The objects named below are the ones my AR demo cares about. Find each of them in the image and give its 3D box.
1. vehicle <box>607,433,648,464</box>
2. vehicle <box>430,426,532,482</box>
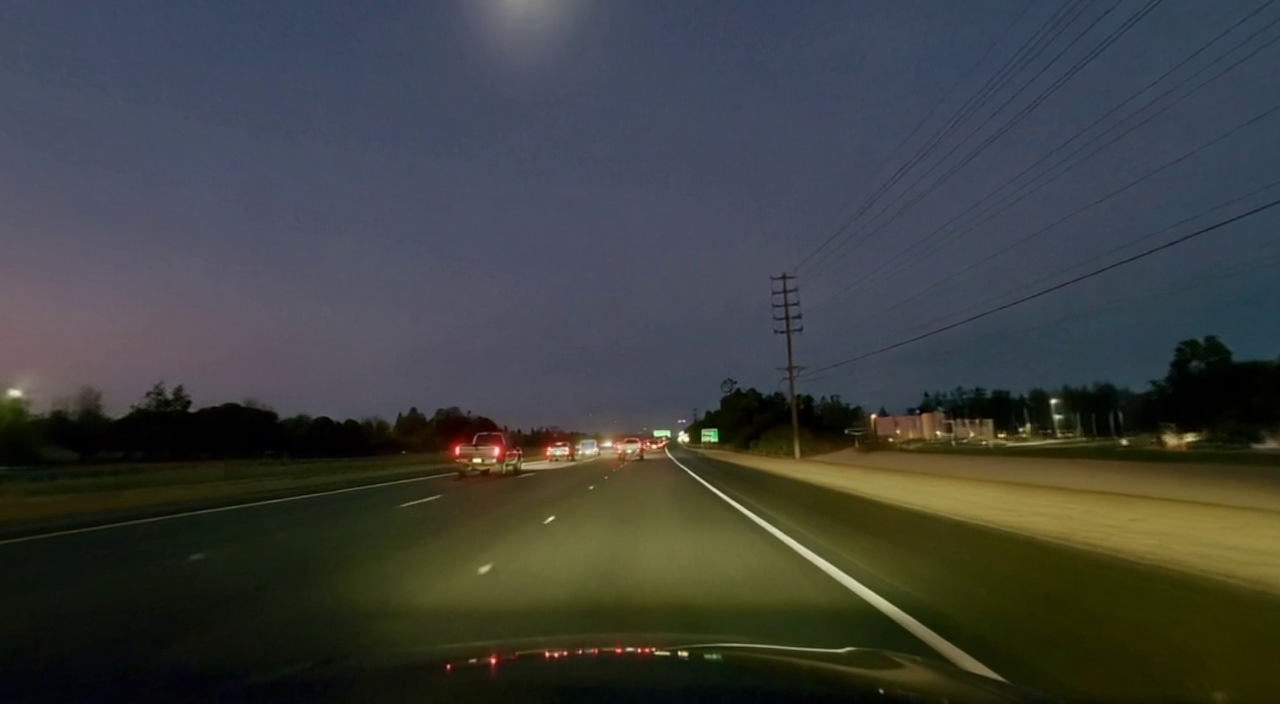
[{"bbox_3d":[-0.801,6.655,43.575,2.448,2.025,5.193,-1,-8,3],"label":"vehicle"},{"bbox_3d":[-6.317,4.167,26.131,2.460,1.992,6.474,0,-8,1],"label":"vehicle"}]
